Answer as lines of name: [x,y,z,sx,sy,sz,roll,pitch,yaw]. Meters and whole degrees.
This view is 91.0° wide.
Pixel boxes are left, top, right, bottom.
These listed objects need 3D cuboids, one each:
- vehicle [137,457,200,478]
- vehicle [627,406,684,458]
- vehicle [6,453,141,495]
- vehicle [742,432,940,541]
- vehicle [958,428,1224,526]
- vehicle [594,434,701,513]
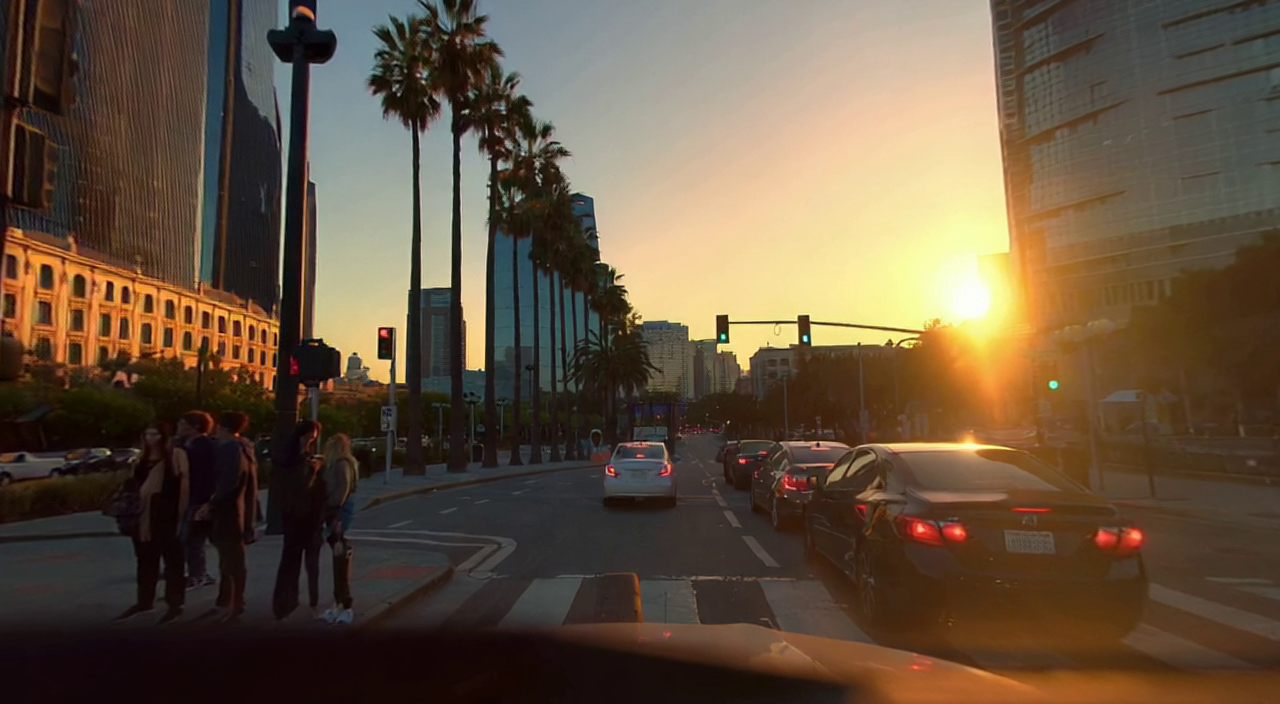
vehicle: [-36.837,9.011,49.264,1.700,1.527,4.445,1,-9,-4]
vehicle: [0.824,3.739,29.056,2.230,2.158,5.498,-1,-9,5]
vehicle: [-26.710,5.724,29.967,2.105,1.793,4.812,1,-9,-4]
vehicle: [3.102,2.174,10.846,1.913,1.469,4.425,0,-9,0]
vehicle: [8.178,2.283,12.050,1.859,1.508,4.259,0,-9,-1]
vehicle: [0.172,2.621,13.984,2.048,1.503,3.681,0,-9,1]
